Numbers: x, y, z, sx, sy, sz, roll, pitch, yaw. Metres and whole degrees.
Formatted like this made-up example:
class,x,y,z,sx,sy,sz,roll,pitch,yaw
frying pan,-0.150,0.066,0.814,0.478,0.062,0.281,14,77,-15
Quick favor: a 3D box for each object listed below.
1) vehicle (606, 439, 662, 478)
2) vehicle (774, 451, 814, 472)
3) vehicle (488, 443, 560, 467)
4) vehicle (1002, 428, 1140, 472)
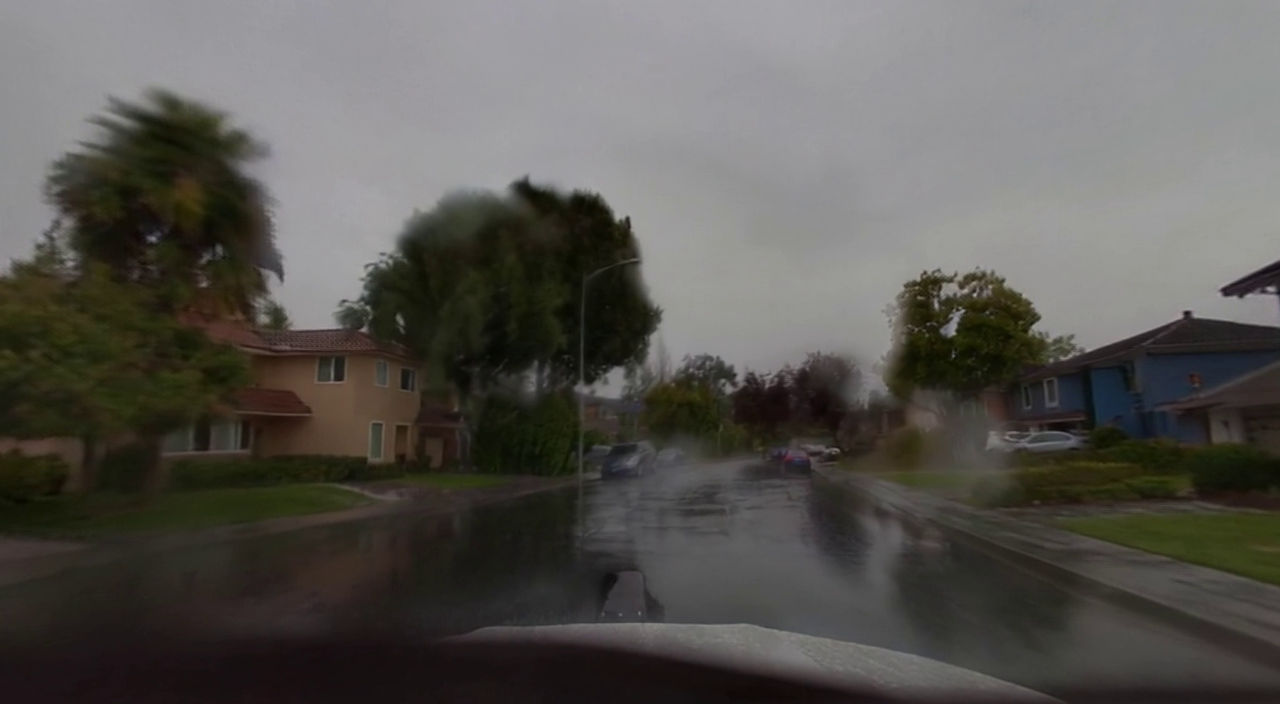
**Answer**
class,x,y,z,sx,sy,sz,roll,pitch,yaw
vehicle,-0.203,5.585,33.577,2.215,1.859,4.765,-1,-8,9
vehicle,11.499,8.200,47.475,1.984,1.437,4.726,0,-9,2
vehicle,-7.492,6.596,40.727,4.376,1.458,2.046,2,-8,-12
vehicle,17.711,4.032,26.083,4.384,1.688,1.956,1,-8,-6
